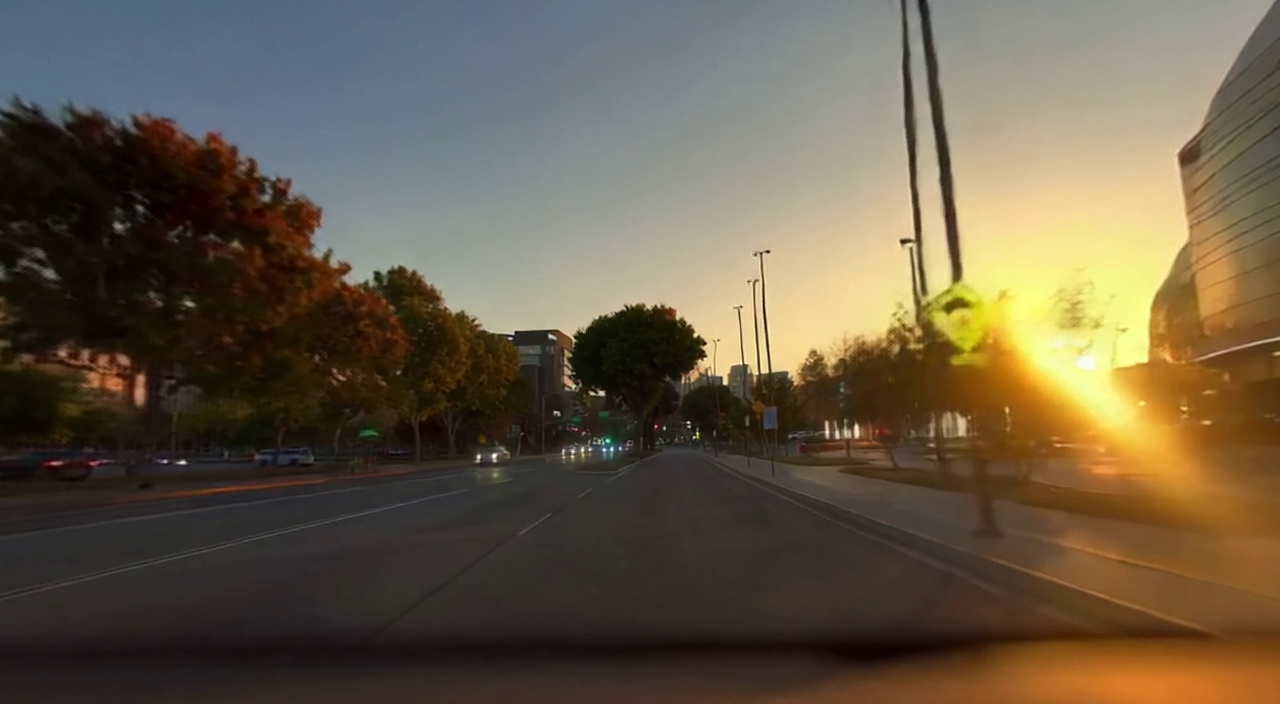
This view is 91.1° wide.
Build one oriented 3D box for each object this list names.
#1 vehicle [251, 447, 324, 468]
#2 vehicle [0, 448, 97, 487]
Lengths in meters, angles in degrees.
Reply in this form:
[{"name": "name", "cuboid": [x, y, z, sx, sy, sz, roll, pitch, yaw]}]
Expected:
[{"name": "vehicle", "cuboid": [-28.019, 8.382, 49.970, 4.692, 1.576, 1.864, 0, -9, -1]}, {"name": "vehicle", "cuboid": [-27.786, 5.164, 28.305, 4.816, 1.655, 1.928, 0, -9, 2]}]
